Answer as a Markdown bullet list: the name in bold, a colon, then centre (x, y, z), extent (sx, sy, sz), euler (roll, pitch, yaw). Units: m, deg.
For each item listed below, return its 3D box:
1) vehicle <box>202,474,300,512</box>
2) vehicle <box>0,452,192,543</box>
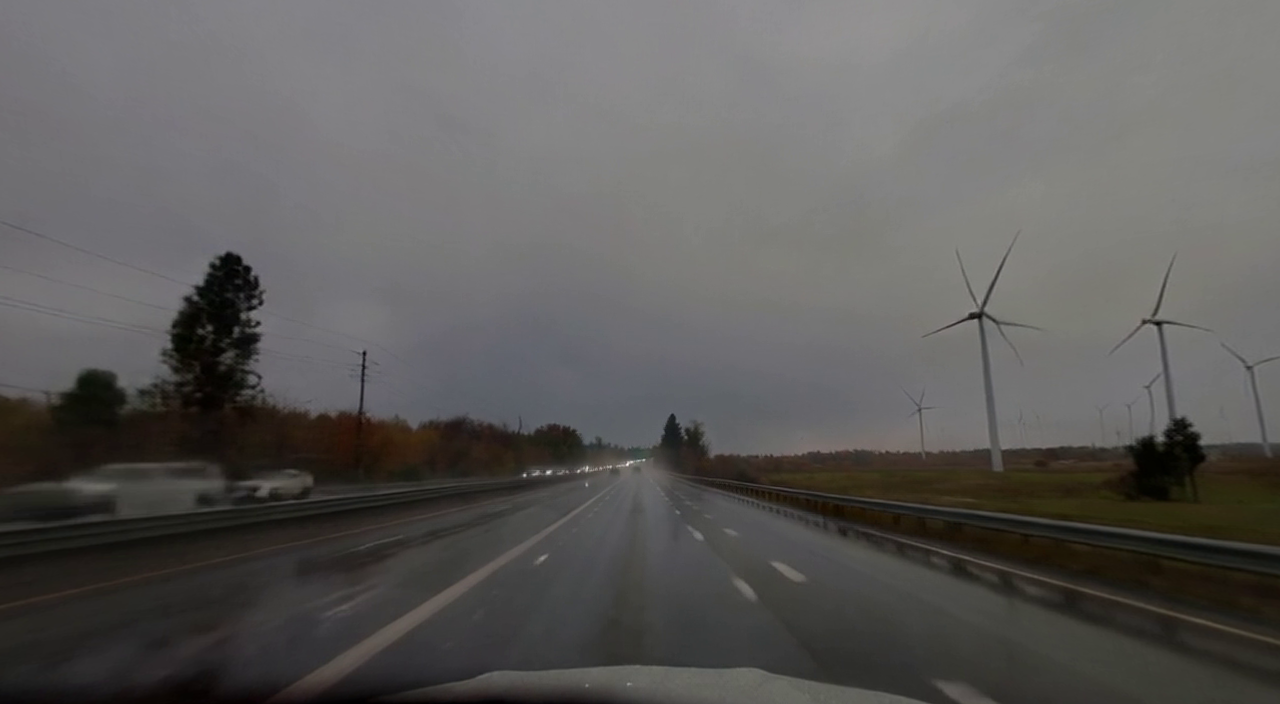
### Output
- **vehicle**: centre (-16.262, 5.875, 26.556), extent (1.683, 1.410, 3.755), euler (1, -11, 0)
- **vehicle**: centre (-12.647, 3.143, 14.076), extent (1.977, 1.680, 4.321), euler (1, -11, 0)
